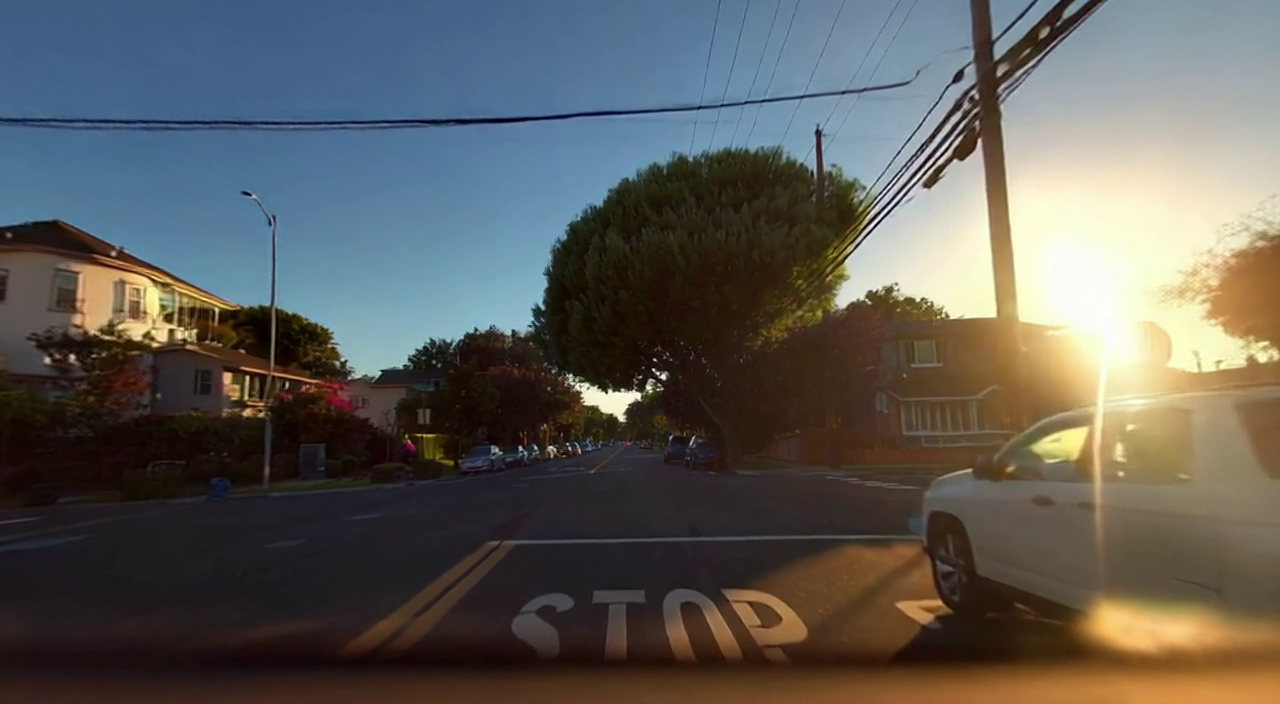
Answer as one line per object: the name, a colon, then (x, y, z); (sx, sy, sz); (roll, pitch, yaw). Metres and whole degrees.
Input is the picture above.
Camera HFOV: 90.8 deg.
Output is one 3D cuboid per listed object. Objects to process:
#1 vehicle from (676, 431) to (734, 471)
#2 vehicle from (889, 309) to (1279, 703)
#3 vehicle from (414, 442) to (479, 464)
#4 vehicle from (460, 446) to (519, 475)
vehicle: (2.978, 4.659, 29.908); (2.114, 1.708, 4.474); (0, -8, -2)
vehicle: (3.168, 0.850, 3.046); (2.035, 1.708, 4.355); (0, -9, -2)
vehicle: (-13.533, 7.087, 44.337); (3.905, 1.480, 1.892); (0, -9, -1)
vehicle: (-7.320, 5.300, 31.132); (1.926, 1.307, 3.909); (0, -9, 0)
